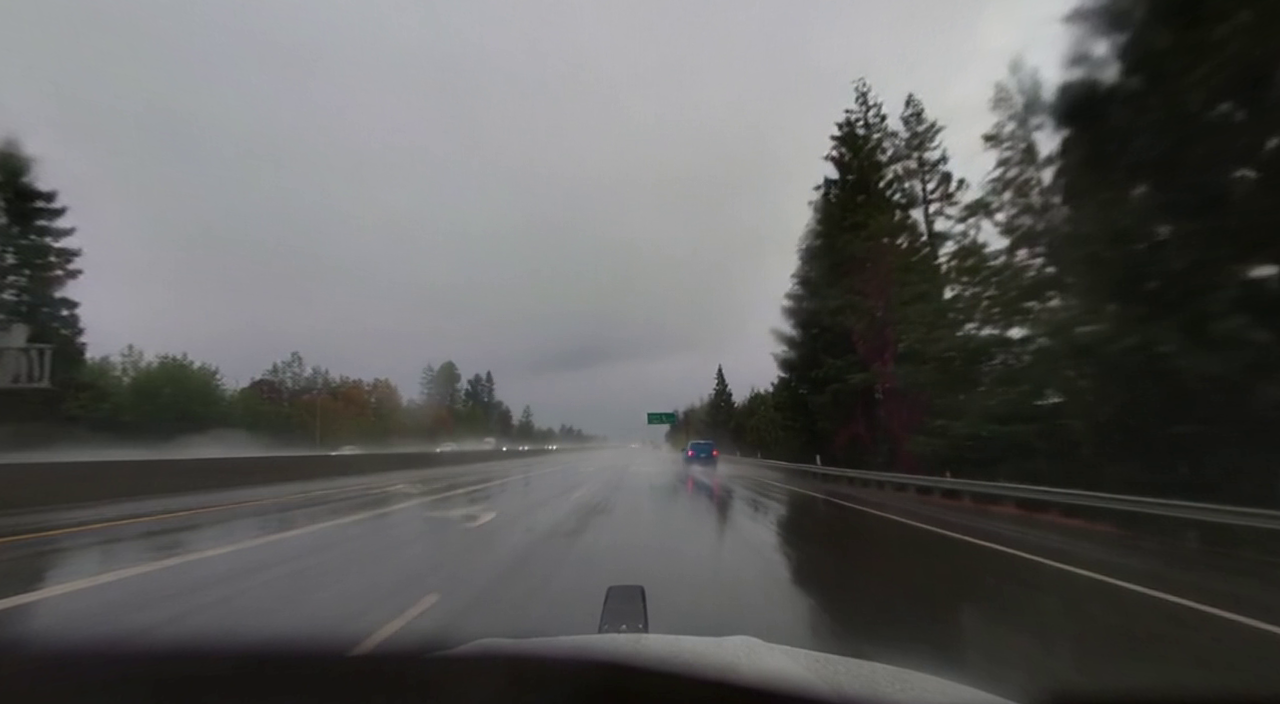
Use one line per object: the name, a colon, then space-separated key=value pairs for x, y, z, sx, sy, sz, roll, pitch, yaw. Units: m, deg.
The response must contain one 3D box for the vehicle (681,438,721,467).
vehicle: x=4.245 y=7.046 z=44.489 sx=2.172 sy=1.930 sz=4.879 roll=0 pitch=-8 yaw=-2
